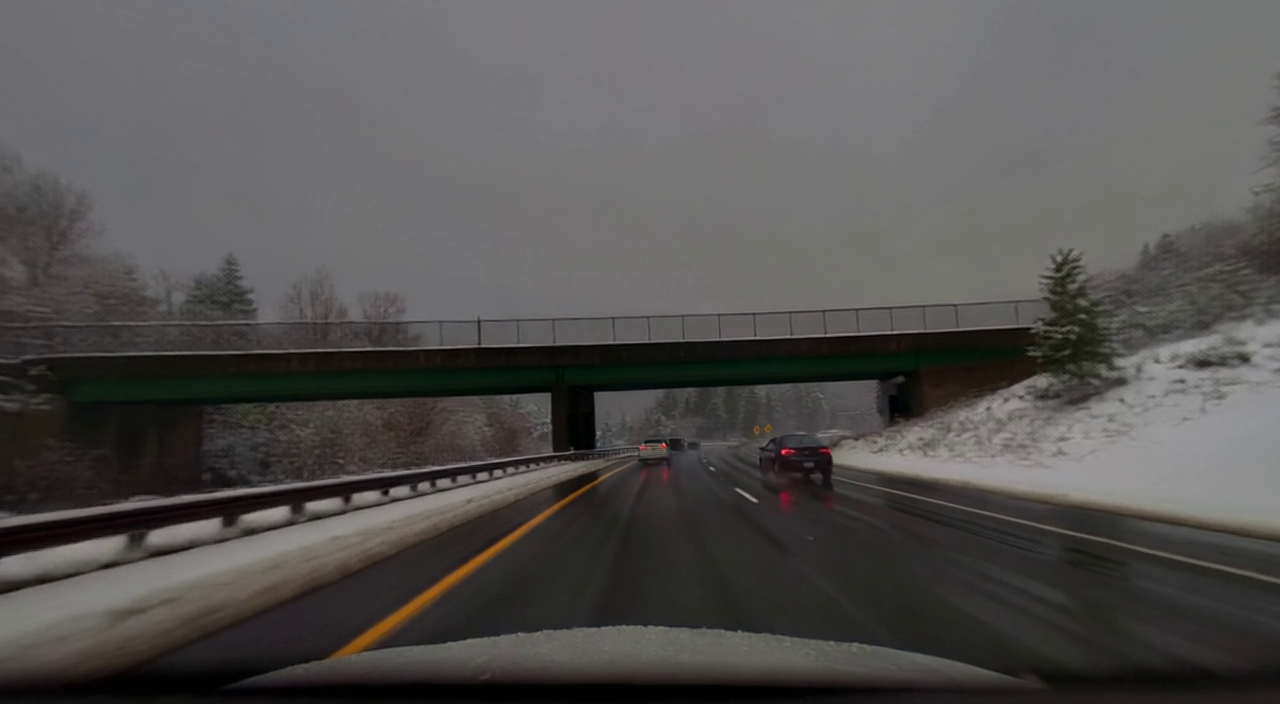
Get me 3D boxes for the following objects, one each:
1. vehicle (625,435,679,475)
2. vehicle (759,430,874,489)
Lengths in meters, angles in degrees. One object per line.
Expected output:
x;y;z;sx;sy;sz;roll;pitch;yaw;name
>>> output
0.529;4.066;25.148;1.993;1.461;3.812;-1;-8;3;vehicle
4.939;3.084;18.394;2.163;1.489;4.470;0;-8;2;vehicle
